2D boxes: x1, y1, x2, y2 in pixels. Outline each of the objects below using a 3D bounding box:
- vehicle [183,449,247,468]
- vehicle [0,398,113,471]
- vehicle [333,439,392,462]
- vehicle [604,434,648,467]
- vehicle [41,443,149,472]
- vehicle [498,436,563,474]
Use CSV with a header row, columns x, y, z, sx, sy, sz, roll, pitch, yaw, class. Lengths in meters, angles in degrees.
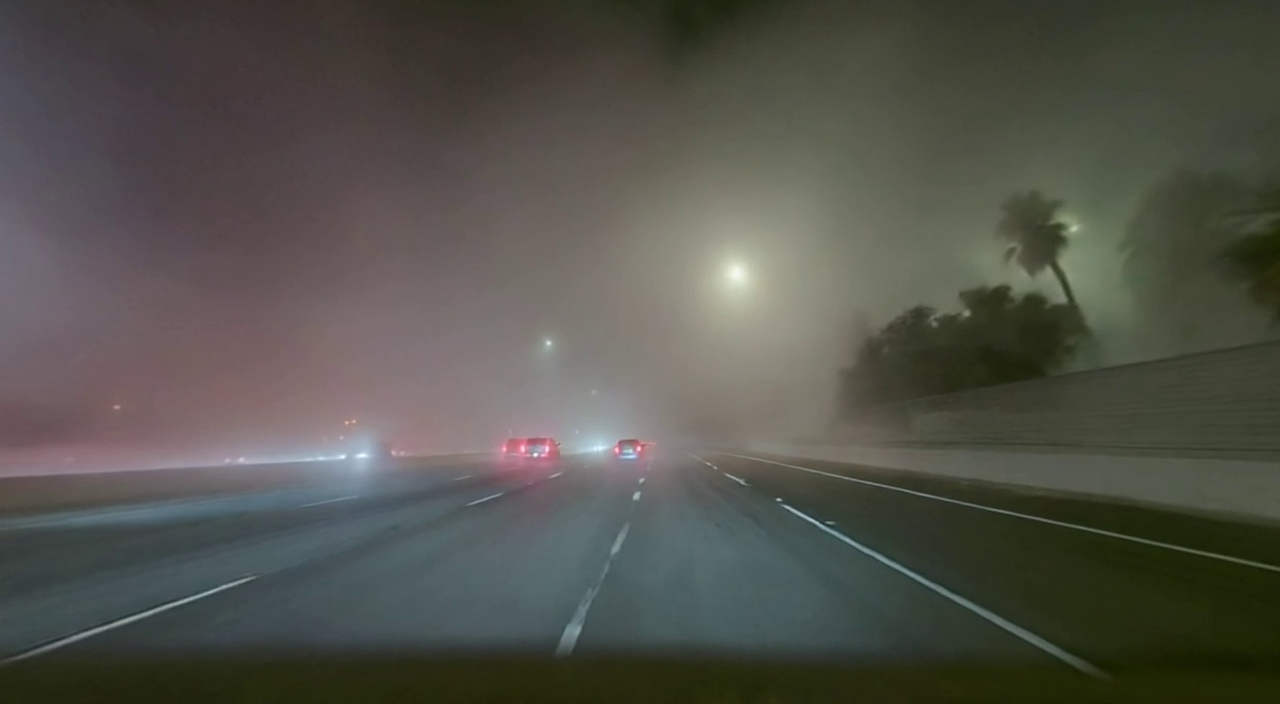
x,y,z,sx,sy,sz,roll,pitch,yaw,class
-33.488,8.394,49.907,1.835,1.425,4.331,-1,-9,3,vehicle
-35.028,4.650,35.286,2.812,3.781,9.113,-1,-8,3,vehicle
-18.259,6.494,41.708,1.858,1.476,4.084,-1,-9,3,vehicle
-0.694,5.334,34.295,2.201,1.672,4.128,0,-8,2,vehicle
-30.936,5.969,36.081,1.853,1.506,4.596,-1,-8,4,vehicle
-5.237,5.001,30.812,2.204,1.677,4.438,-1,-8,3,vehicle
